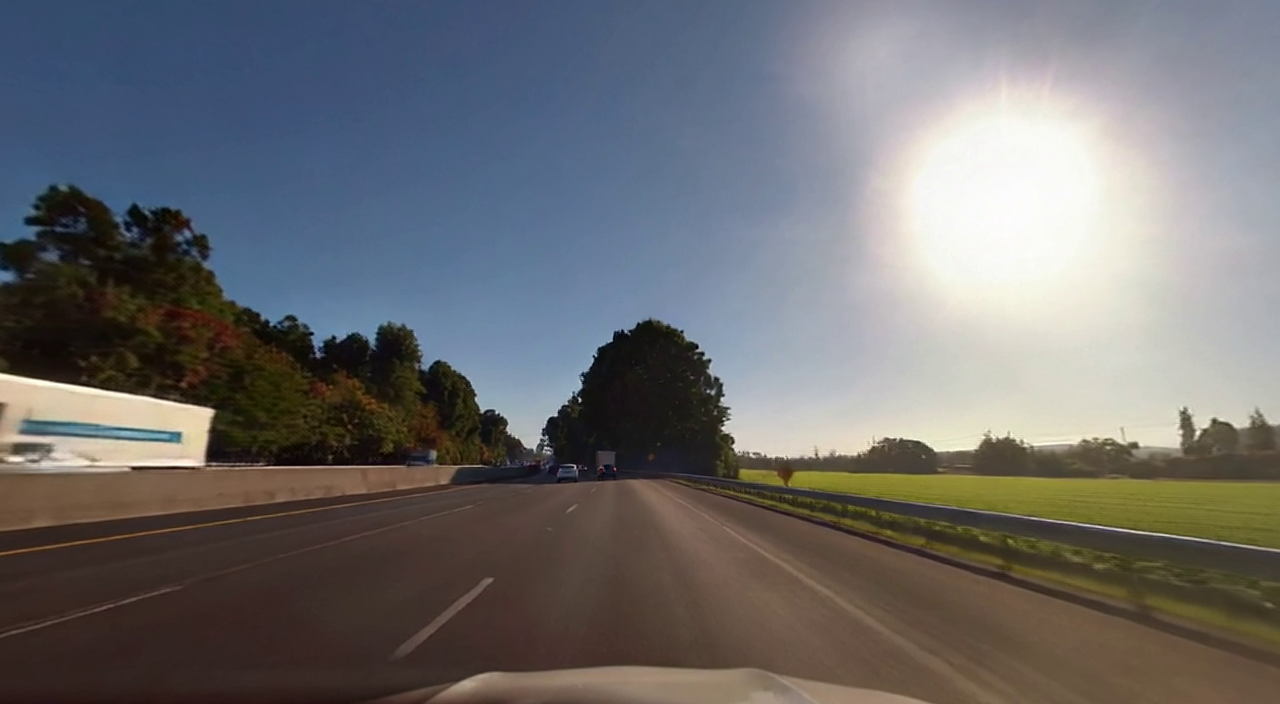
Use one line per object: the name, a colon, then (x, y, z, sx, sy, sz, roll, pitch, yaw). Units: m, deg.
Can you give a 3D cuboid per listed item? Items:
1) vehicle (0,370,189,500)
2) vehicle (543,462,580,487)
vehicle: (-21.504, 2.576, 19.689, 2.868, 3.983, 16.567, 1, -10, -1)
vehicle: (-5.359, 8.434, 43.435, 2.115, 1.546, 4.638, 1, -10, -2)
